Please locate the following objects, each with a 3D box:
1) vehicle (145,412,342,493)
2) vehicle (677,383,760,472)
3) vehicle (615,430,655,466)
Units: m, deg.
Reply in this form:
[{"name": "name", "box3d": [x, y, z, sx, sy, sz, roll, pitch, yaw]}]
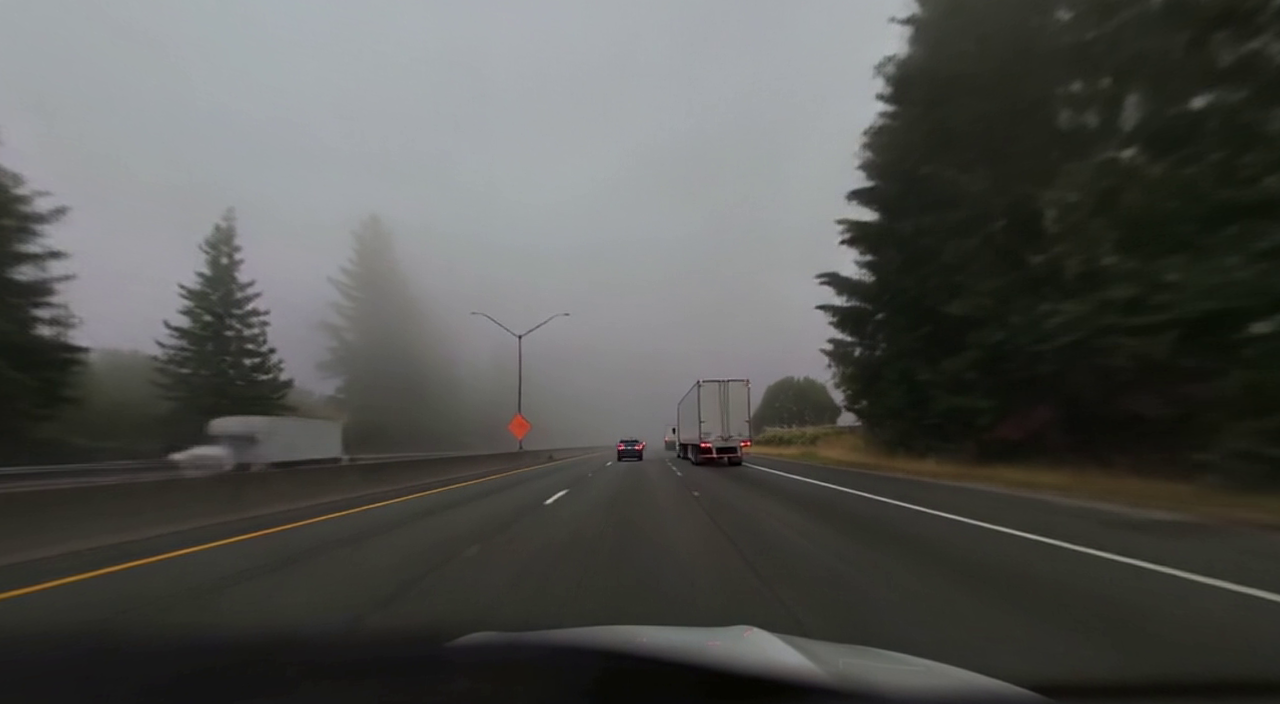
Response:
[{"name": "vehicle", "box3d": [-16.330, 4.224, 26.970, 2.976, 2.894, 8.084, -1, -8, 2]}, {"name": "vehicle", "box3d": [4.074, 4.535, 36.596, 3.005, 4.121, 14.417, 0, -8, 0]}, {"name": "vehicle", "box3d": [-0.222, 5.657, 37.210, 2.211, 1.933, 4.315, -1, -8, 1]}]
